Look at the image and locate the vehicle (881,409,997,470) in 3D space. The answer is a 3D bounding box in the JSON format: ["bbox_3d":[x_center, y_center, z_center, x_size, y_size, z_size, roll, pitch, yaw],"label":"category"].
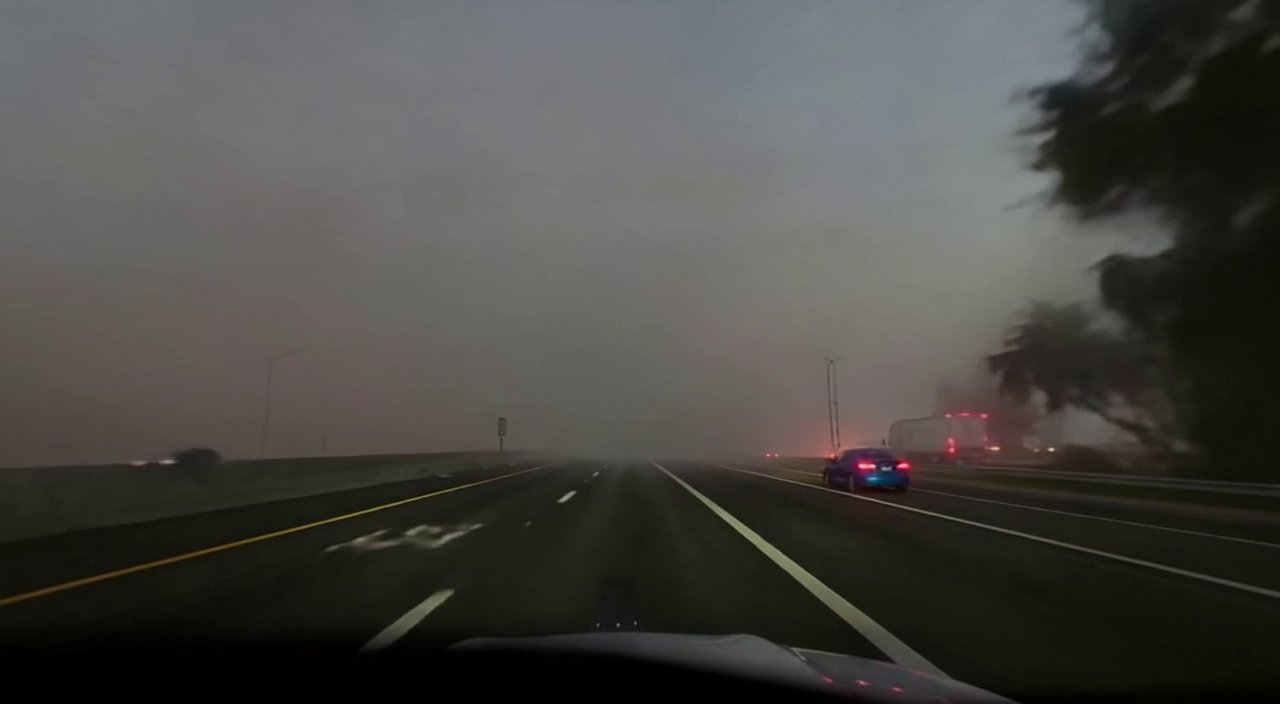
[{"bbox_3d":[20.640,6.241,44.700,2.841,3.731,10.555,0,-9,-1],"label":"vehicle"}]

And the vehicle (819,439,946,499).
[{"bbox_3d":[6.922,3.340,18.639,1.958,1.498,4.447,1,-8,-1],"label":"vehicle"}]

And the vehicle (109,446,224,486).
[{"bbox_3d":[-22.840,5.472,30.760,1.961,1.692,4.636,0,-8,1],"label":"vehicle"}]
